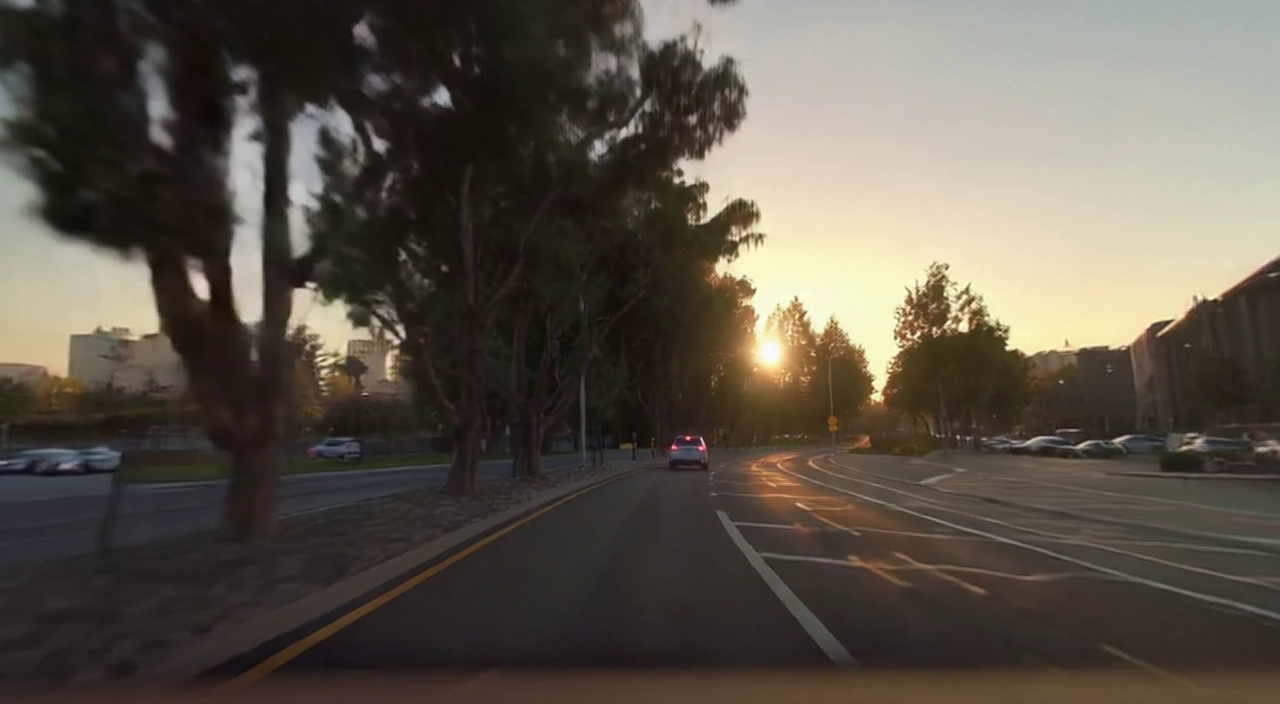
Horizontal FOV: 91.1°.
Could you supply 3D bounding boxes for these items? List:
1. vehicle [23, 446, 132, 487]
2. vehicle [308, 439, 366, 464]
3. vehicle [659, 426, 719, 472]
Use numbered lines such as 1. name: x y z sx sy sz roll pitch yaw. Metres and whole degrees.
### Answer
1. vehicle: -24.073 4.857 27.102 2.058 1.580 4.134 3 -9 -21
2. vehicle: -19.059 6.289 39.714 1.829 1.501 4.149 1 -9 -4
3. vehicle: 2.415 4.507 29.251 2.371 1.926 5.615 -1 -9 8
